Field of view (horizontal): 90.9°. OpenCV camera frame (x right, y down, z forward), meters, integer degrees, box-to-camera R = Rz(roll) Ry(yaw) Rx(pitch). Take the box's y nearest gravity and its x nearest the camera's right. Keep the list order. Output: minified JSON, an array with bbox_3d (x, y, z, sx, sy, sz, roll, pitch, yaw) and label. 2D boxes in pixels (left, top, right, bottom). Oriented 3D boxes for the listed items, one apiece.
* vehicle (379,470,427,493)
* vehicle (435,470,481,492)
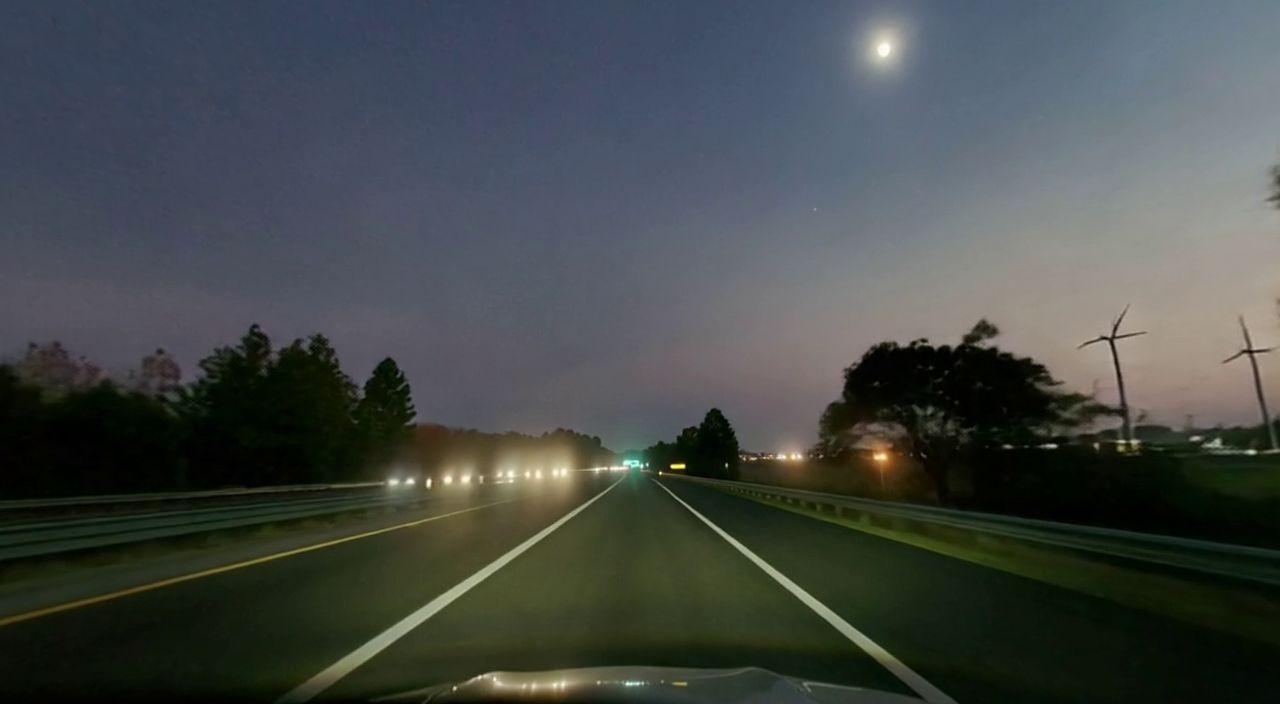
[{"bbox_3d":[-17.042,9.324,45.553,1.870,1.544,4.141,1,-11,0],"label":"vehicle"},{"bbox_3d":[-12.583,8.940,43.864,1.884,1.434,4.481,1,-11,0],"label":"vehicle"}]
